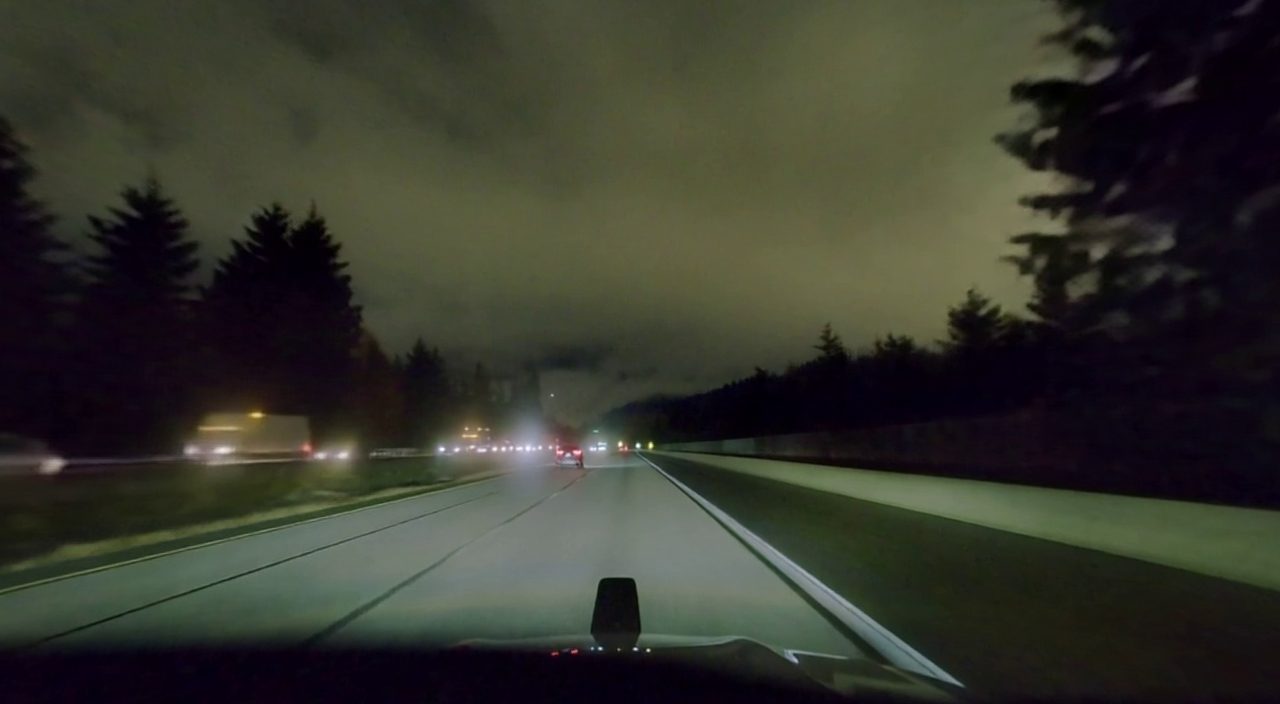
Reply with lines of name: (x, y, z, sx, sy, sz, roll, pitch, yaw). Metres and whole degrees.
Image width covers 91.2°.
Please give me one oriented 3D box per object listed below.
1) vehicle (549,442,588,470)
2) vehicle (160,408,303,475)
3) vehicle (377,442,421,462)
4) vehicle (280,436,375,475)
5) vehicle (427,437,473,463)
vehicle: (-4.562, 6.715, 40.705, 2.098, 1.692, 4.038, 0, -9, -1)
vehicle: (-17.632, 3.962, 27.595, 2.363, 2.579, 5.795, 0, -9, -1)
vehicle: (-19.015, 7.932, 49.644, 1.907, 1.516, 4.127, 0, -9, -1)
vehicle: (-12.775, 4.263, 25.929, 1.862, 1.487, 4.033, 0, -9, 0)
vehicle: (-13.682, 7.101, 45.356, 1.956, 1.714, 4.432, 0, -9, -1)
